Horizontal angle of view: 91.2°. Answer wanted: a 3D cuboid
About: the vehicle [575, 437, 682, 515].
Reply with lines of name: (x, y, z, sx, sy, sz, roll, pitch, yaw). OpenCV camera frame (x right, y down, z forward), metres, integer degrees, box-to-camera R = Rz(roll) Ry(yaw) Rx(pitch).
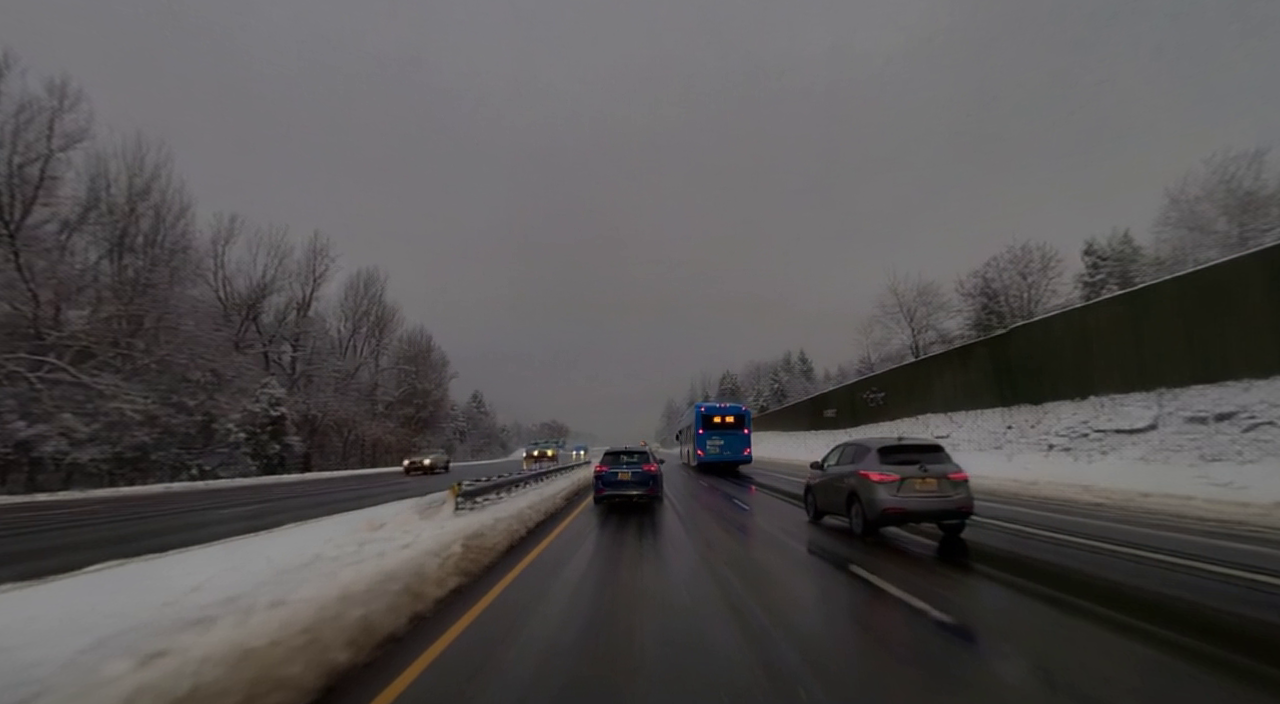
vehicle: (-0.240, 2.846, 14.814, 2.160, 1.532, 4.073, -1, -9, 0)

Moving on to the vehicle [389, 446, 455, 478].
vehicle: (-12.556, 6.360, 36.419, 2.090, 1.680, 4.456, -1, -9, 2)

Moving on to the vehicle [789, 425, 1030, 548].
vehicle: (3.859, 2.002, 9.883, 1.995, 1.507, 3.915, 0, -9, -1)

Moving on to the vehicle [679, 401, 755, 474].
vehicle: (4.107, 5.102, 36.504, 3.055, 3.479, 12.521, -1, -9, 1)
